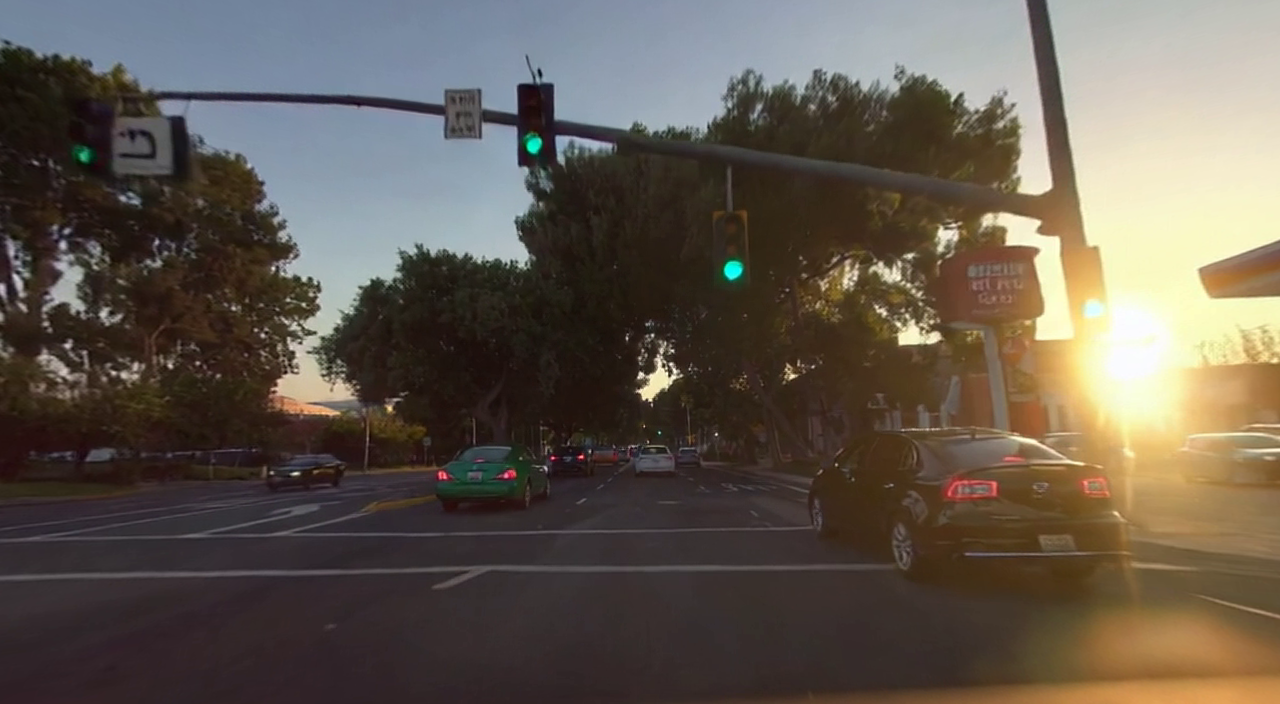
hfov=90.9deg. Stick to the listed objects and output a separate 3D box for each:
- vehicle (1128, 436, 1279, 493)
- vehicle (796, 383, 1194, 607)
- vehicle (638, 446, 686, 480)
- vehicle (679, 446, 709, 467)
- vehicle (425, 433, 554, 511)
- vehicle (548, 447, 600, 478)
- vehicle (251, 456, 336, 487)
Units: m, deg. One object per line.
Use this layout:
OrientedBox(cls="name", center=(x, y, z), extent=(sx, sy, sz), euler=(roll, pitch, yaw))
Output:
OrientedBox(cls="vehicle", center=(17.714, 3.313, 18.962), extent=(2.081, 1.482, 4.860), euler=(0, -8, -1))
OrientedBox(cls="vehicle", center=(3.469, 1.499, 7.482), extent=(1.992, 1.805, 4.549), euler=(0, -8, -1))
OrientedBox(cls="vehicle", center=(0.926, 5.028, 28.857), extent=(1.994, 1.433, 3.894), euler=(0, -8, -1))
OrientedBox(cls="vehicle", center=(4.038, 7.877, 47.809), extent=(1.920, 1.479, 4.548), euler=(0, -8, 0))
OrientedBox(cls="vehicle", center=(-3.618, 2.976, 16.186), extent=(2.023, 1.687, 4.874), euler=(0, -8, 1))
OrientedBox(cls="vehicle", center=(-3.247, 5.512, 31.847), extent=(1.995, 1.436, 4.500), euler=(-1, -8, 2))
OrientedBox(cls="vehicle", center=(-18.143, 6.245, 33.255), extent=(1.858, 1.460, 4.447), euler=(-1, -8, 1))
